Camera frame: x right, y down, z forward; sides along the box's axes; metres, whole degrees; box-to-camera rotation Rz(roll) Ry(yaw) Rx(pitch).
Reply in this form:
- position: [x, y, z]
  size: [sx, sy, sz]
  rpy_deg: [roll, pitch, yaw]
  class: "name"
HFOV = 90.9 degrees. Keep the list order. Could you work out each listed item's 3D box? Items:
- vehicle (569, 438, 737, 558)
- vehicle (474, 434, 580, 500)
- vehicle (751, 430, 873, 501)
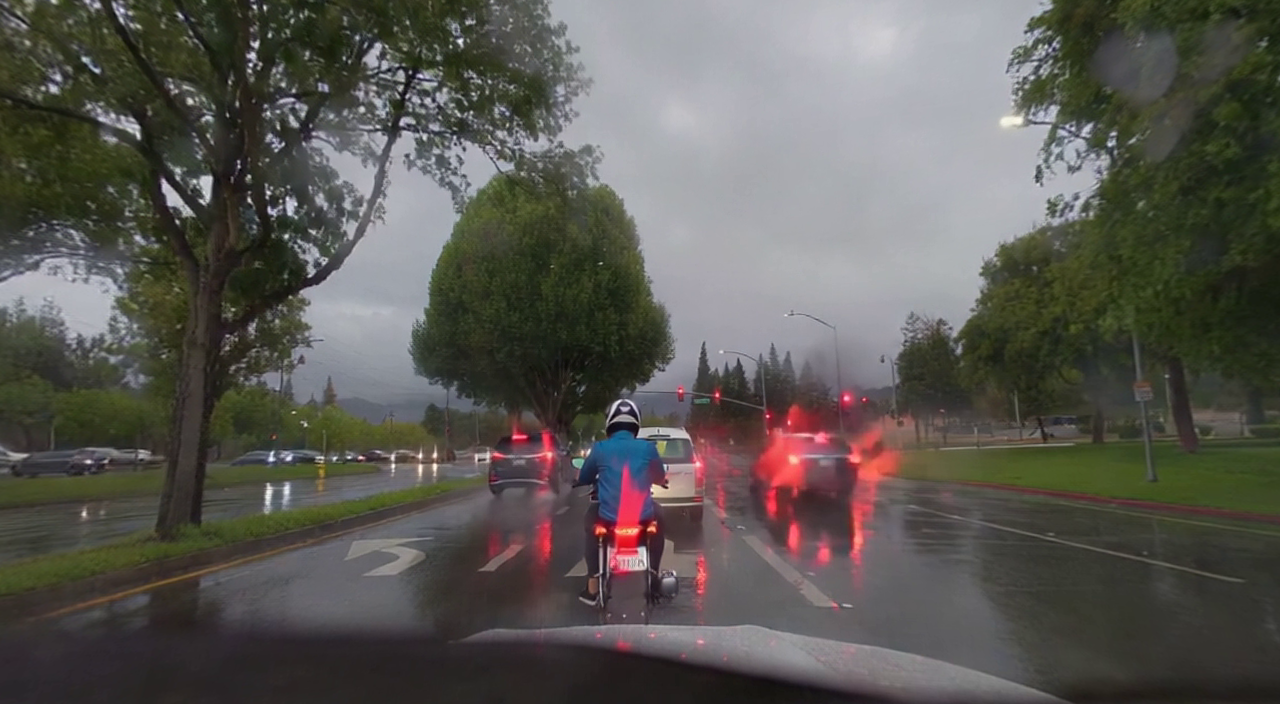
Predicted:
- position: [0.137, 2.143, 10.121]
  size: [2.093, 1.450, 4.437]
  rpy_deg: [0, -8, -1]
  class: "vehicle"
- position: [-3.125, 3.301, 18.592]
  size: [2.056, 1.647, 5.045]
  rpy_deg: [-1, -8, 2]
  class: "vehicle"
- position: [4.446, 2.996, 17.110]
  size: [2.075, 1.661, 4.229]
  rpy_deg: [0, -8, 0]
  class: "vehicle"
